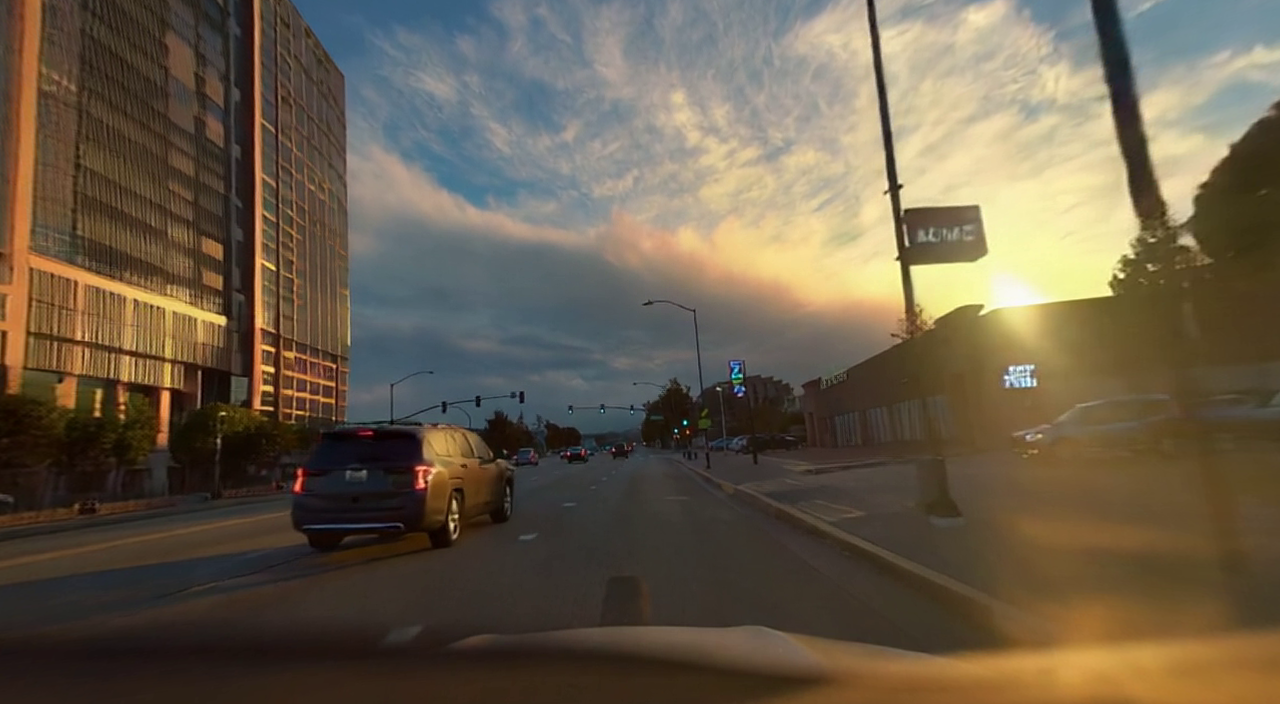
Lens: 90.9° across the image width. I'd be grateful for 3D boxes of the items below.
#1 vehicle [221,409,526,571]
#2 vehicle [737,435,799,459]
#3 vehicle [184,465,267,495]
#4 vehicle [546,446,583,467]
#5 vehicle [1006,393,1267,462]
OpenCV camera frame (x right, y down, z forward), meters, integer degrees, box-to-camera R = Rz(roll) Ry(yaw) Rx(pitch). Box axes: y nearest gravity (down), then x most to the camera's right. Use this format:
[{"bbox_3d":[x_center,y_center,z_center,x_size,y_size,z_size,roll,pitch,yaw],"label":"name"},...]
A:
[{"bbox_3d":[-3.348,1.863,9.347,2.277,1.743,4.893,0,-8,1],"label":"vehicle"},{"bbox_3d":[9.864,7.358,48.890,4.361,1.550,2.087,1,-13,2],"label":"vehicle"},{"bbox_3d":[-27.954,8.589,42.540,4.398,1.737,1.950,6,-10,-37],"label":"vehicle"},{"bbox_3d":[-5.666,7.870,47.824,2.030,1.488,4.650,-1,-8,2],"label":"vehicle"},{"bbox_3d":[11.842,1.858,15.330,4.573,1.532,1.983,-1,-9,1],"label":"vehicle"}]
